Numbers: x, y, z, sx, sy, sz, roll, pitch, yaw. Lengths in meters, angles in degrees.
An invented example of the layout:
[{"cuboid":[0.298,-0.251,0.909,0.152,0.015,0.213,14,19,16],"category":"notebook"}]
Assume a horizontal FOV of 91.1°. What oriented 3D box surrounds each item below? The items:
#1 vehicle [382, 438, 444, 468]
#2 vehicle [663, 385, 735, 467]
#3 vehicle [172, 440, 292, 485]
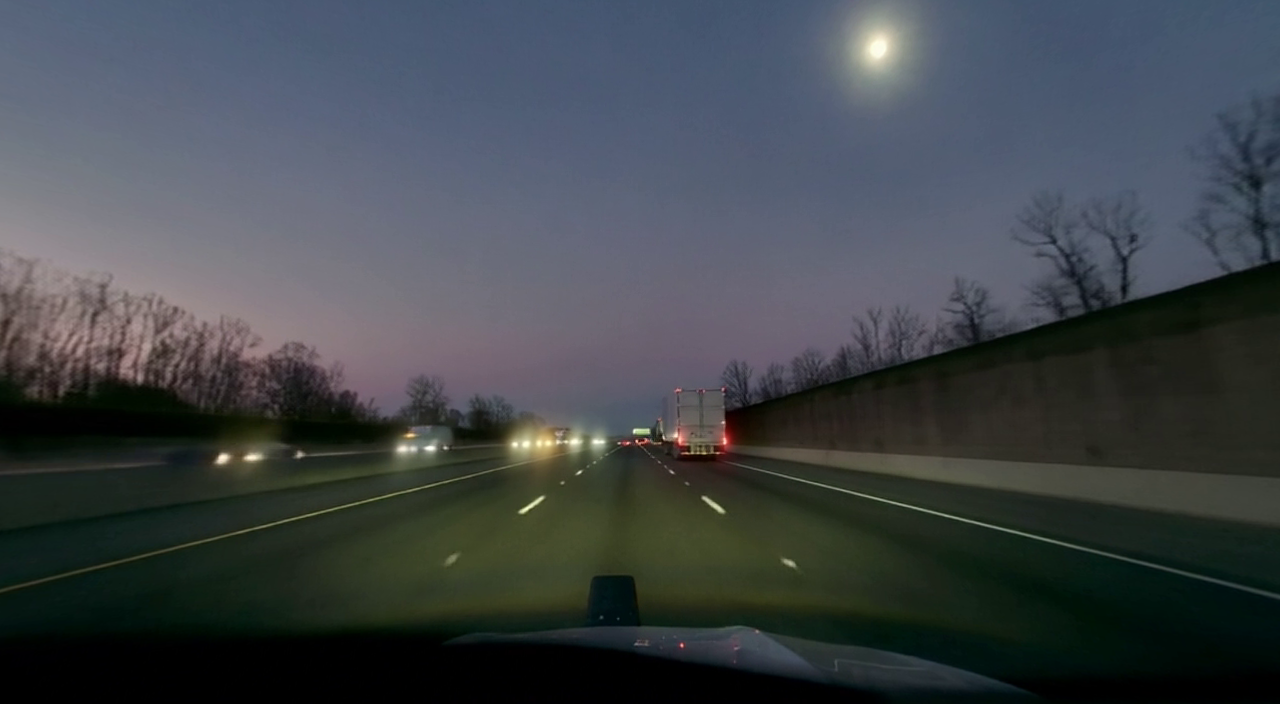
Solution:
[{"cuboid":[-12.054,5.357,33.666,1.864,1.515,4.052,0,-8,-1],"category":"vehicle"},{"cuboid":[3.314,4.771,40.013,2.979,4.161,15.508,1,-7,0],"category":"vehicle"},{"cuboid":[-15.763,4.231,24.573,1.938,1.579,4.138,0,-8,-1],"category":"vehicle"}]
